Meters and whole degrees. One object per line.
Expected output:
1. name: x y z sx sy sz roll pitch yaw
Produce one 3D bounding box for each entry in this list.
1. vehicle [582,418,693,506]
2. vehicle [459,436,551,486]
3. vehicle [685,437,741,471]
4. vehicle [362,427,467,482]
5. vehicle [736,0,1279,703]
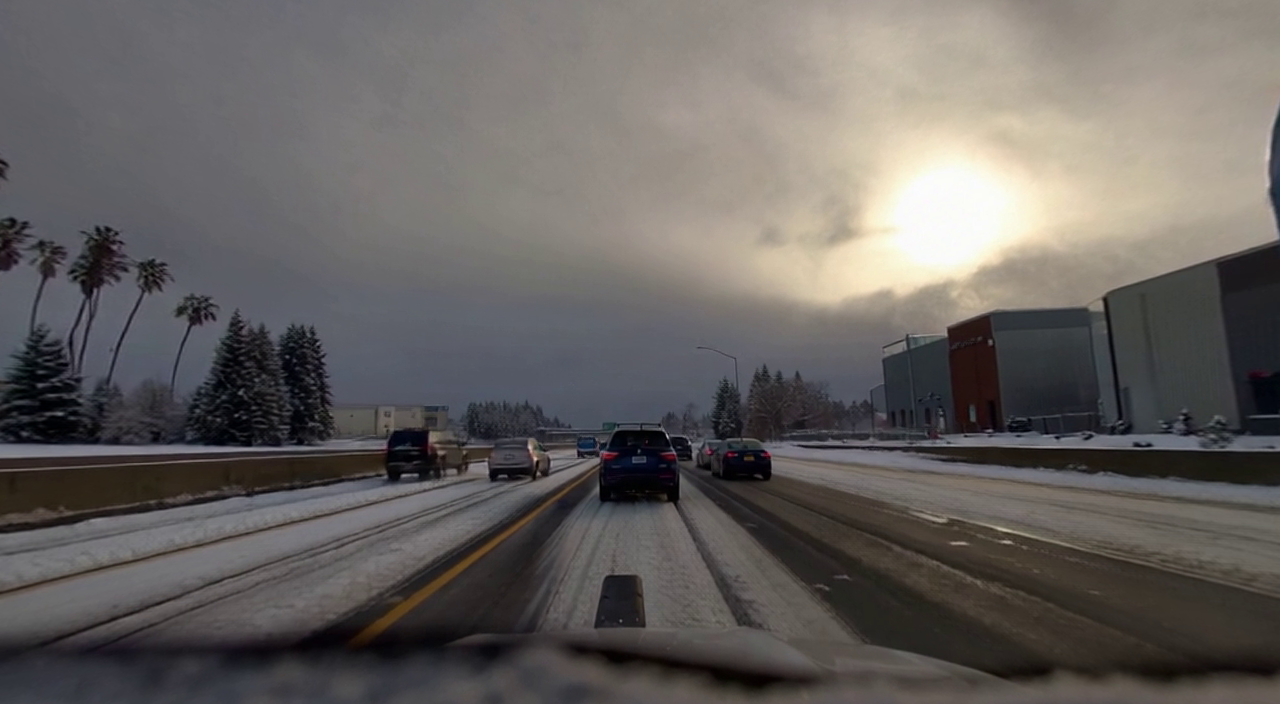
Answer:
1. vehicle: -0.007 2.594 15.168 2.268 1.796 4.280 0 -9 1
2. vehicle: -4.479 3.710 21.736 2.040 1.536 4.680 0 -9 1
3. vehicle: 3.411 4.909 30.464 2.039 1.516 4.521 0 -9 -2
4. vehicle: -8.038 3.705 23.027 2.066 1.779 4.706 0 -9 0
5. vehicle: 3.956 0.719 8.891 3.020 3.622 14.302 0 -9 0
